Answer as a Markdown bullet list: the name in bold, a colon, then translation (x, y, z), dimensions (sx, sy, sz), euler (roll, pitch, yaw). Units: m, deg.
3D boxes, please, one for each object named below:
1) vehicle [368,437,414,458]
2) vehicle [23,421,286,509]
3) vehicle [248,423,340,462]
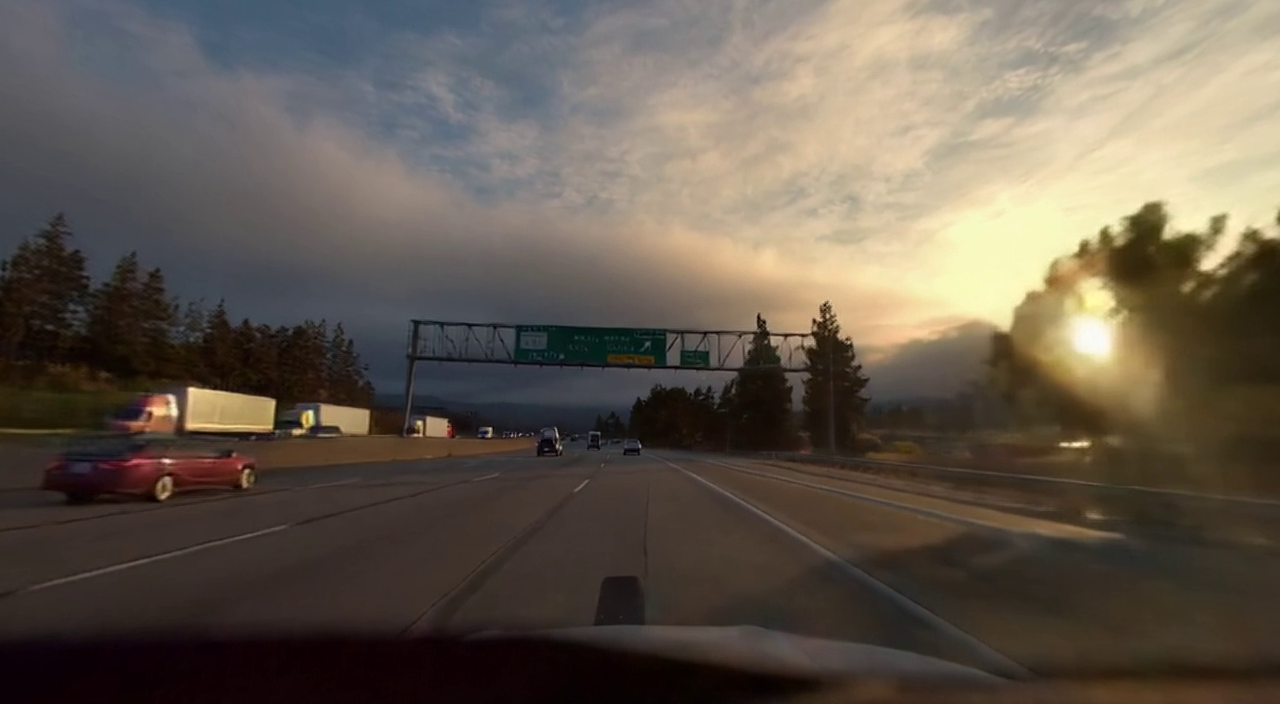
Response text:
- **vehicle**: translation (-18.221, 6.959, 46.305), dimensions (1.830, 1.457, 3.972), euler (0, -8, -1)
- **vehicle**: translation (-10.549, 2.471, 14.380), dimensions (2.197, 1.654, 4.823), euler (0, -8, -1)
- **vehicle**: translation (-17.696, 4.654, 32.588), dimensions (2.177, 1.876, 4.674), euler (0, -8, -1)
